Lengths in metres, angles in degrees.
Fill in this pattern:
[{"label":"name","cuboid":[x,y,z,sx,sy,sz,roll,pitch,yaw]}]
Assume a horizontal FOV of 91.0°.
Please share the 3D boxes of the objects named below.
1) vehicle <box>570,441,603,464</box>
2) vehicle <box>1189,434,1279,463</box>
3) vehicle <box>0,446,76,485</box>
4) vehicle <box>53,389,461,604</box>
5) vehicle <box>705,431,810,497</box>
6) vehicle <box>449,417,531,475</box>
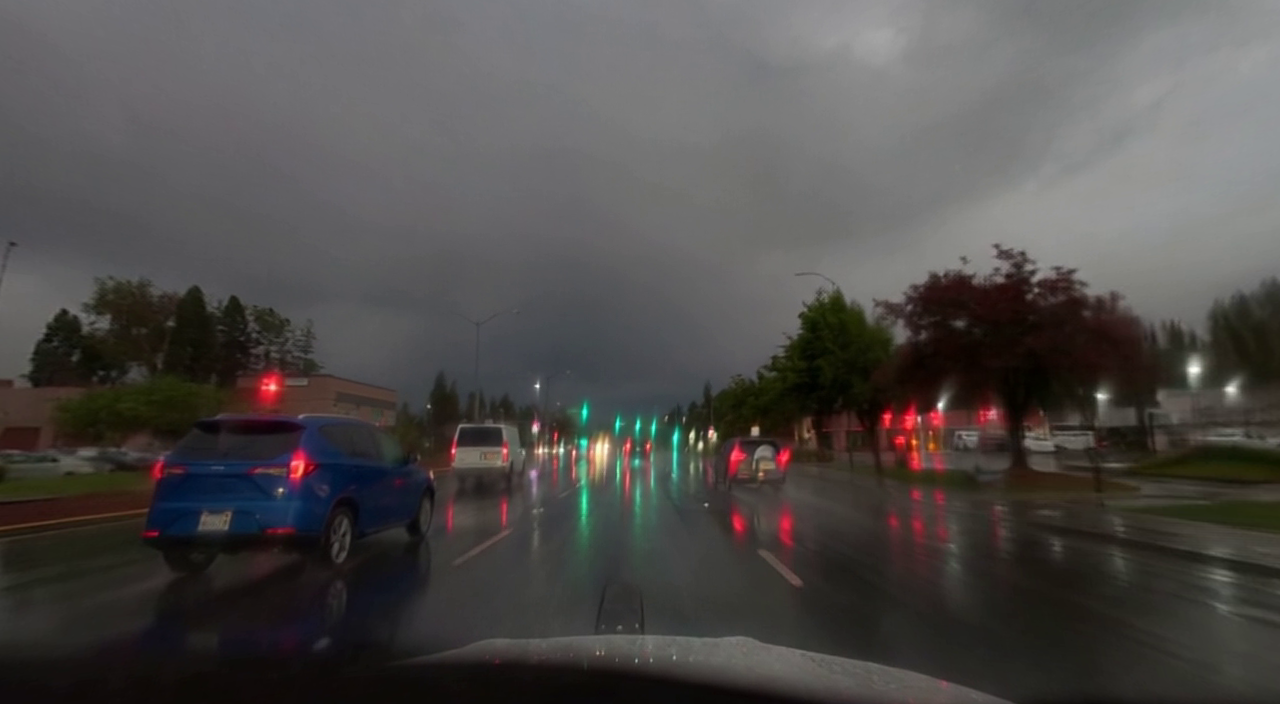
[{"label":"vehicle","cuboid":[-4.091,7.855,49.207,2.133,1.677,4.727,0,-9,1]},{"label":"vehicle","cuboid":[38.875,6.250,40.647,2.009,1.754,4.928,1,-9,-7]},{"label":"vehicle","cuboid":[-30.169,5.327,29.829,4.590,1.757,2.157,0,-9,-2]},{"label":"vehicle","cuboid":[-3.774,1.512,7.400,2.038,1.748,4.303,0,-9,0]},{"label":"vehicle","cuboid":[3.457,3.422,19.586,2.167,1.792,4.835,0,-9,-2]},{"label":"vehicle","cuboid":[-7.391,4.778,31.949,2.863,2.592,6.410,1,-9,-3]}]
